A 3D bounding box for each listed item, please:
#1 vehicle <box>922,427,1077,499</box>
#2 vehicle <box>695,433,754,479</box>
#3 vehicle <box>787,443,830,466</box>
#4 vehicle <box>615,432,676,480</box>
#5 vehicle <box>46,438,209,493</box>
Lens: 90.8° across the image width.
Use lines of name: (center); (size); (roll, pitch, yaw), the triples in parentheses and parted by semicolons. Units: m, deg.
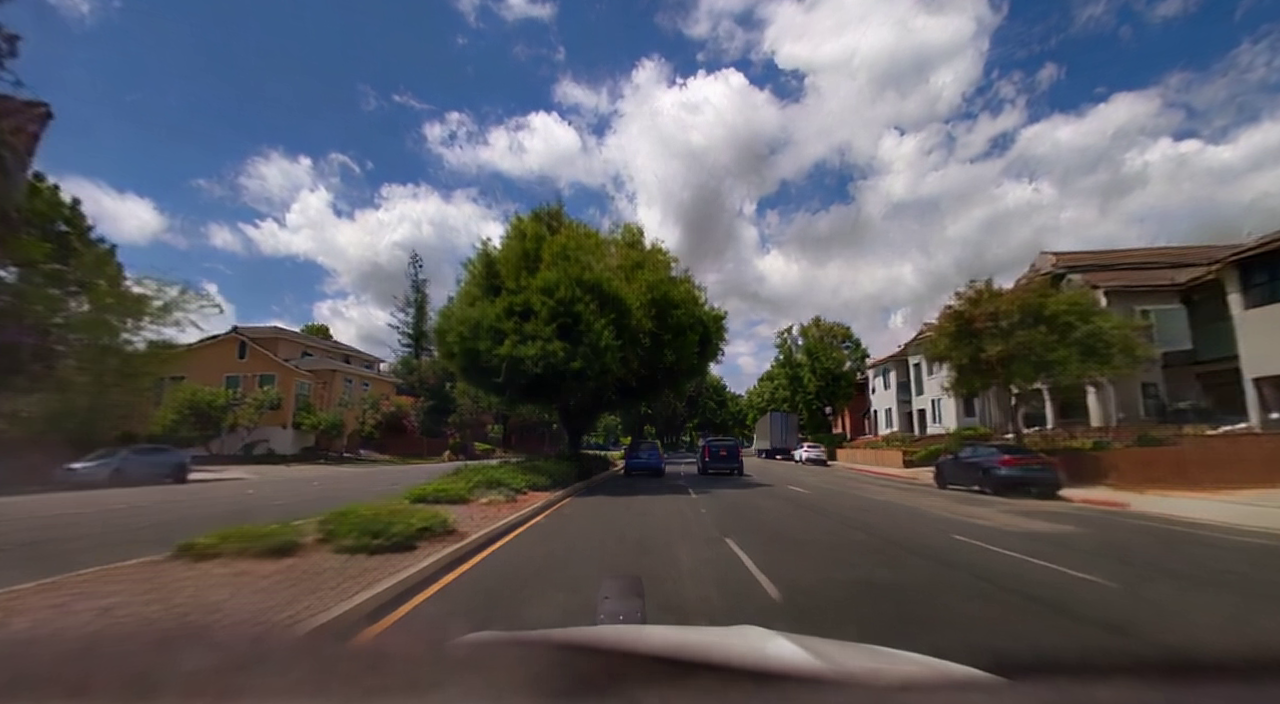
vehicle: (10.355, 3.231, 18.729); (1.938, 1.860, 4.690); (0, -9, 2)
vehicle: (3.588, 4.529, 27.698); (2.033, 1.823, 4.409); (0, -9, 1)
vehicle: (11.618, 7.092, 43.872); (1.901, 1.496, 4.948); (-1, -9, 4)
vehicle: (0.314, 4.389, 26.882); (2.345, 1.841, 5.032); (0, -9, 2)
vehicle: (-18.719, 4.135, 23.459); (2.175, 1.819, 4.703); (0, -8, -3)
